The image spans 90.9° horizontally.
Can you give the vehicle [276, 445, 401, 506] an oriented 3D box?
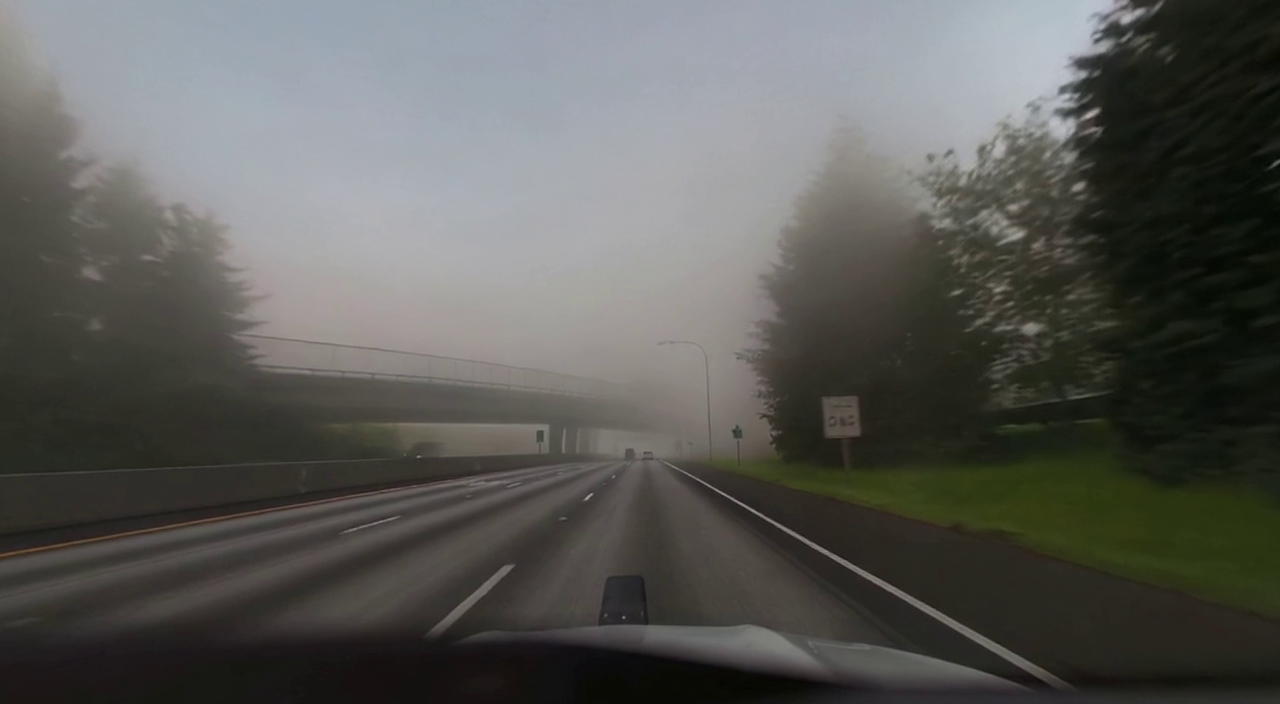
[{"bbox_3d":[-21.233,8.617,45.642,2.858,3.768,11.969,0,-8,2],"label":"vehicle"}]
